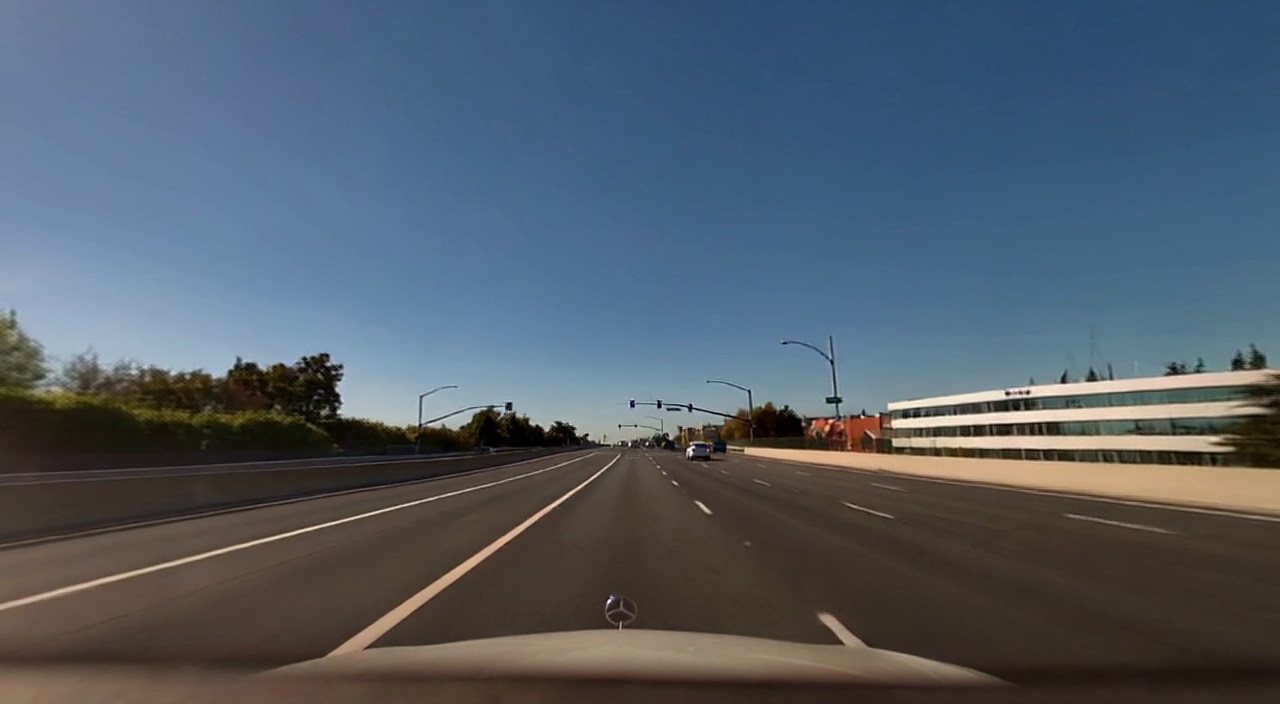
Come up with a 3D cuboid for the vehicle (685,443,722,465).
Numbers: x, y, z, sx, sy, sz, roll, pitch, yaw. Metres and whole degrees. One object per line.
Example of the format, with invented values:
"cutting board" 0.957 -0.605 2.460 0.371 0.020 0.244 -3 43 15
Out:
"vehicle" 4.506 7.329 45.475 2.187 1.475 4.529 0 -9 0
